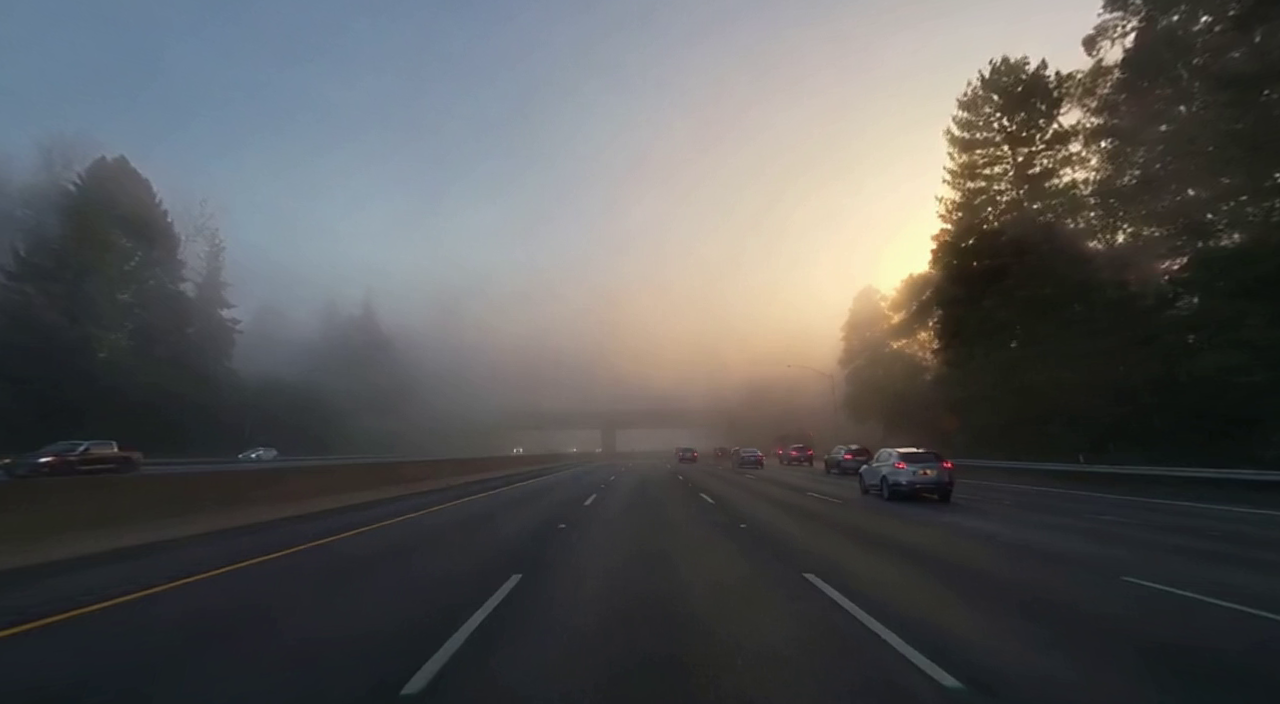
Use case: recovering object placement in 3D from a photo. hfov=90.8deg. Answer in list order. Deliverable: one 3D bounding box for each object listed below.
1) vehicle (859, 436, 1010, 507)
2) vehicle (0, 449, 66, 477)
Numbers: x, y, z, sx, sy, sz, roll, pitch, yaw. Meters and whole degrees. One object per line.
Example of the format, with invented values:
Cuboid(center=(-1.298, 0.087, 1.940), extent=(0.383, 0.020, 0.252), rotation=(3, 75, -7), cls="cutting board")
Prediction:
Cuboid(center=(7.581, 3.096, 16.805), extent=(1.862, 1.613, 4.316), rotation=(0, -9, -1), cls="vehicle")
Cuboid(center=(-34.641, 6.114, 34.879), extent=(1.712, 1.458, 4.420), rotation=(0, -9, 0), cls="vehicle")
